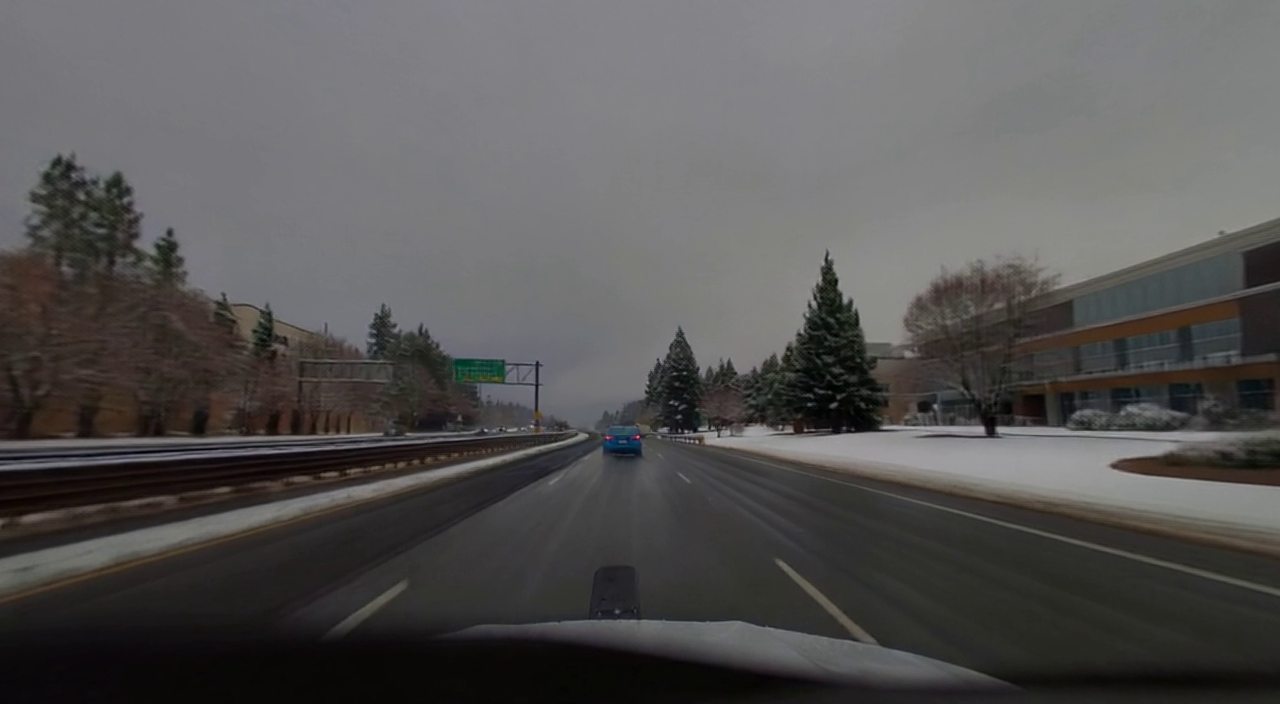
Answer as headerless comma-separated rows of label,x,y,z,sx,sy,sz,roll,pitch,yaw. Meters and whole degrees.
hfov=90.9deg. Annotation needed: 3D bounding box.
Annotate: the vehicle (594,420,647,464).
vehicle,-0.784,3.681,25.904,2.020,1.633,3.942,0,-7,-2
